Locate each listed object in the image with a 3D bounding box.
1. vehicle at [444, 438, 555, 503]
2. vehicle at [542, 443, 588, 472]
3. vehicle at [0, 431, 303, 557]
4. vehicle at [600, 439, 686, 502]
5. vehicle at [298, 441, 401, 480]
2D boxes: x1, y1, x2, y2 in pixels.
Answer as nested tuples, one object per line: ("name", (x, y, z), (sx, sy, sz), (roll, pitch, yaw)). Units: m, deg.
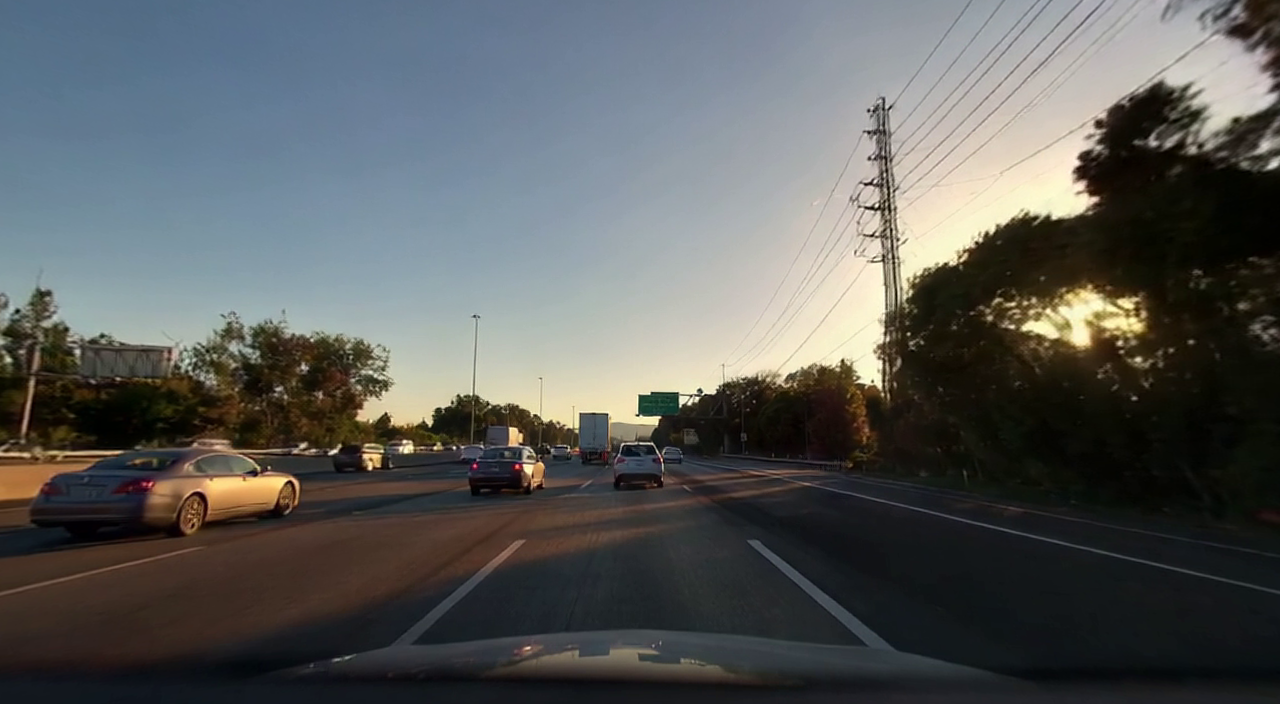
("vehicle", (-3.511, 3.037, 16.581), (1.912, 1.464, 4.115), (0, -9, 1))
("vehicle", (-4.008, 5.705, 34.336), (2.013, 1.437, 3.801), (0, -9, 0))
("vehicle", (-7.383, 2.004, 9.681), (1.867, 1.445, 4.499), (0, -9, 1))
("vehicle", (-0.008, 3.132, 17.129), (2.018, 1.470, 4.491), (0, -9, -2))
("vehicle", (-12.286, 4.606, 27.122), (2.089, 1.500, 4.780), (0, -9, 1))
